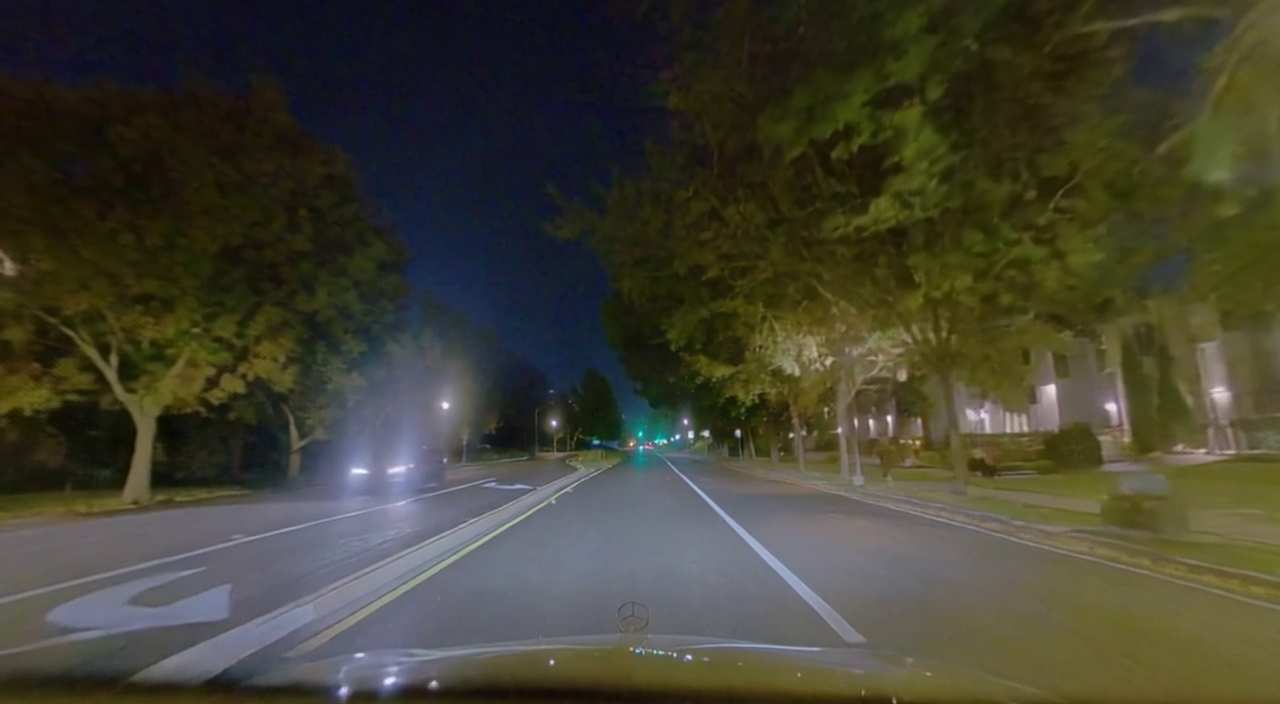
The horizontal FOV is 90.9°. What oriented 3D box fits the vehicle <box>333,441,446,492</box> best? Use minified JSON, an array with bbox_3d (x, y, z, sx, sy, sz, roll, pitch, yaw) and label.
[{"bbox_3d":[-8.415,3.856,21.663,2.044,1.548,4.284,0,-8,1],"label":"vehicle"}]
